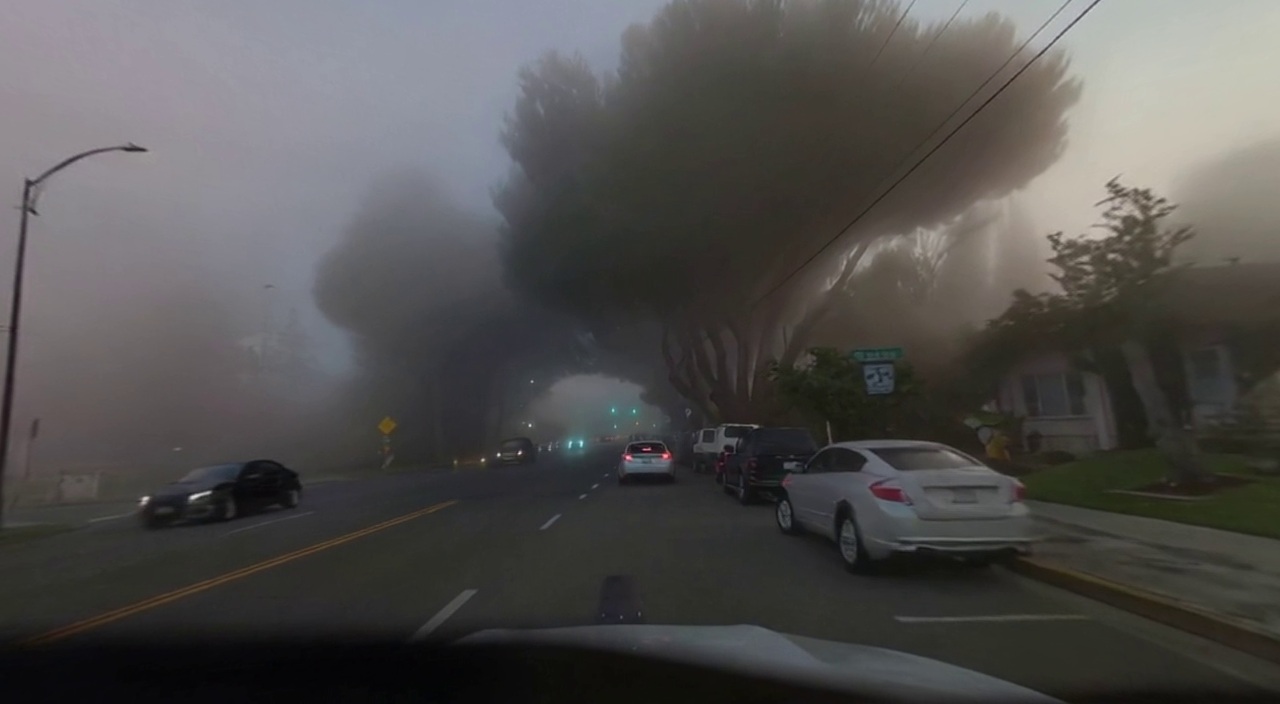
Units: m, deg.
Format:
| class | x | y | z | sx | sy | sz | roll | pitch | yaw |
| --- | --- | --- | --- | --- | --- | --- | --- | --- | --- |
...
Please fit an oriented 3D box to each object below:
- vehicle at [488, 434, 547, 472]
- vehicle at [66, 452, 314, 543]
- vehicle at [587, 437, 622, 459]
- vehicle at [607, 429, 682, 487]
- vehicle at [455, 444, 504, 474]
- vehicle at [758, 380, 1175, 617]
| class | x | y | z | sx | sy | sz | roll | pitch | yaw |
| --- | --- | --- | --- | --- | --- | --- | --- | --- | --- |
| vehicle | -6.276 | 5.220 | 32.946 | 2.175 | 1.820 | 4.643 | 0 | -8 | 0 |
| vehicle | -9.090 | 2.925 | 13.419 | 1.908 | 1.511 | 4.611 | 0 | -8 | -1 |
| vehicle | -2.480 | 6.854 | 45.186 | 2.117 | 1.528 | 4.277 | 0 | -8 | 1 |
| vehicle | 0.083 | 3.217 | 19.516 | 2.041 | 1.575 | 4.304 | 0 | -8 | -1 |
| vehicle | -9.428 | 6.271 | 37.313 | 1.908 | 1.492 | 3.699 | -4 | -8 | -1 |
| vehicle | 2.848 | 1.411 | 7.039 | 2.060 | 1.733 | 4.639 | 0 | -8 | -1 |
